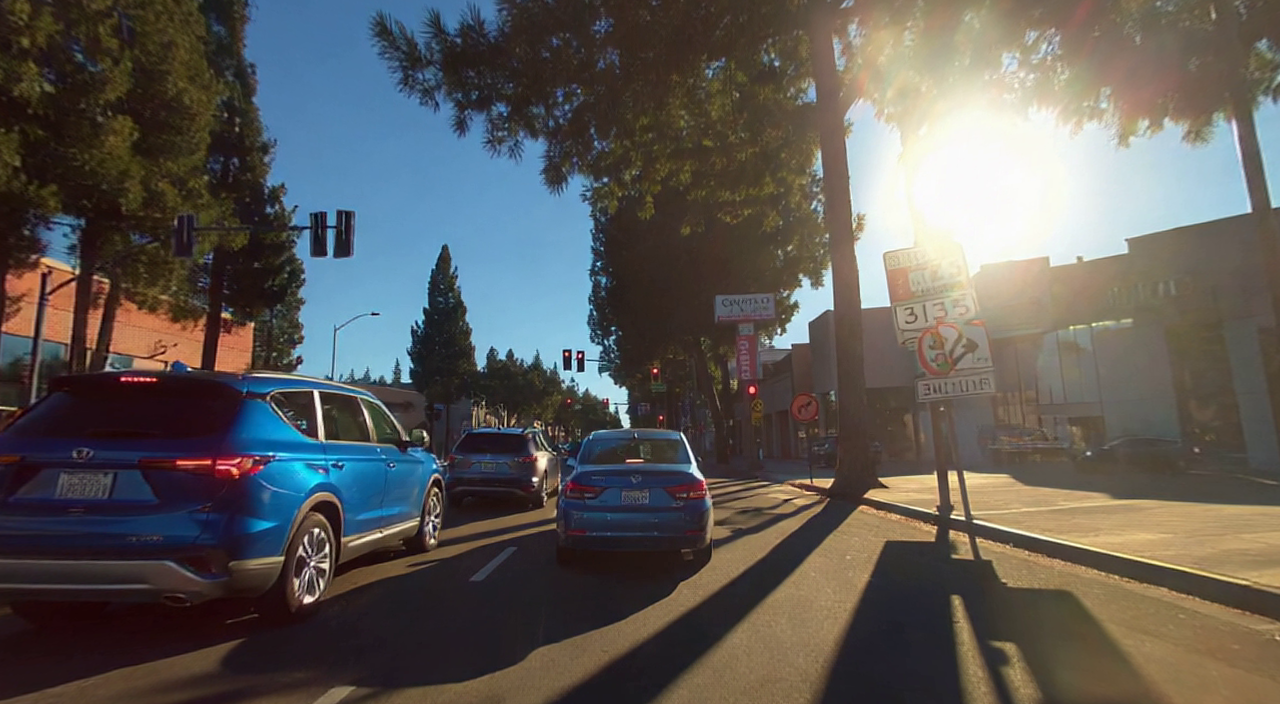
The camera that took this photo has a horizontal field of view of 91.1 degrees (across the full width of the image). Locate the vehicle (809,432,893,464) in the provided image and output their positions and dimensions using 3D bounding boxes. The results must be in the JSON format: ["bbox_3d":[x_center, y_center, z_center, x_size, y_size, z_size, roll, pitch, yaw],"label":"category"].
[{"bbox_3d":[11.953,5.482,35.771,4.116,1.719,2.069,-1,-9,7],"label":"vehicle"}]

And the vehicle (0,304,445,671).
[{"bbox_3d":[-3.817,1.130,6.212,2.152,2.118,5.066,0,-8,0],"label":"vehicle"}]

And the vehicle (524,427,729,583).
[{"bbox_3d":[-0.163,1.784,8.185,1.966,1.481,4.146,0,-8,-1],"label":"vehicle"}]

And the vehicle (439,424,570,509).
[{"bbox_3d":[-2.931,2.594,14.598,2.047,1.664,4.148,0,-8,1],"label":"vehicle"}]

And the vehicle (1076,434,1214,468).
[{"bbox_3d":[23.786,4.687,29.854,4.809,1.476,1.845,-6,-9,32],"label":"vehicle"}]
